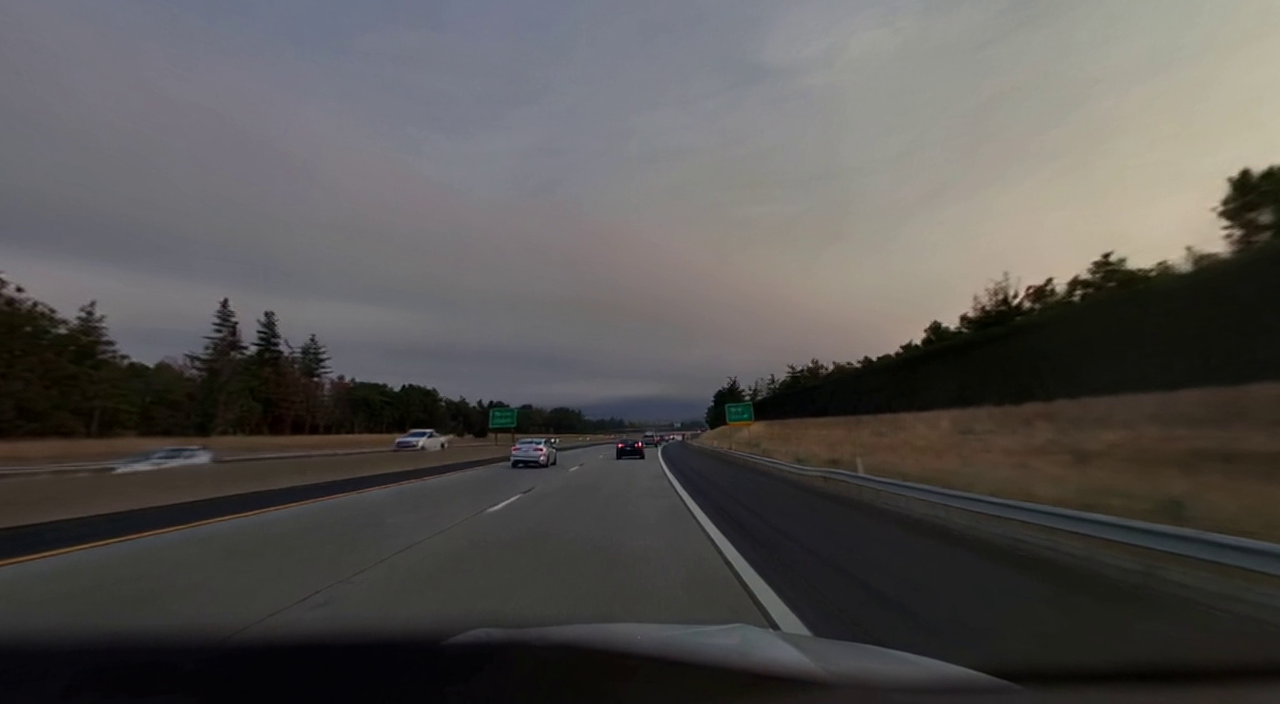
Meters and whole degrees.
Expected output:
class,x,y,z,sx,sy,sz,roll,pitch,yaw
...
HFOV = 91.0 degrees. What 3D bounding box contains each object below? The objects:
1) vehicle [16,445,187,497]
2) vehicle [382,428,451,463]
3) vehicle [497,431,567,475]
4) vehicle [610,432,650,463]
class,x,y,z,sx,sy,sz,roll,pitch,yaw
vehicle,-16.973,3.730,20.174,1.803,1.451,4.112,-1,-8,1
vehicle,-15.407,6.481,43.836,2.565,2.213,5.866,-1,-8,1
vehicle,-4.396,4.204,26.387,2.075,1.653,4.317,-1,-8,1
vehicle,-0.521,5.444,35.844,2.146,1.636,4.026,0,-8,0
